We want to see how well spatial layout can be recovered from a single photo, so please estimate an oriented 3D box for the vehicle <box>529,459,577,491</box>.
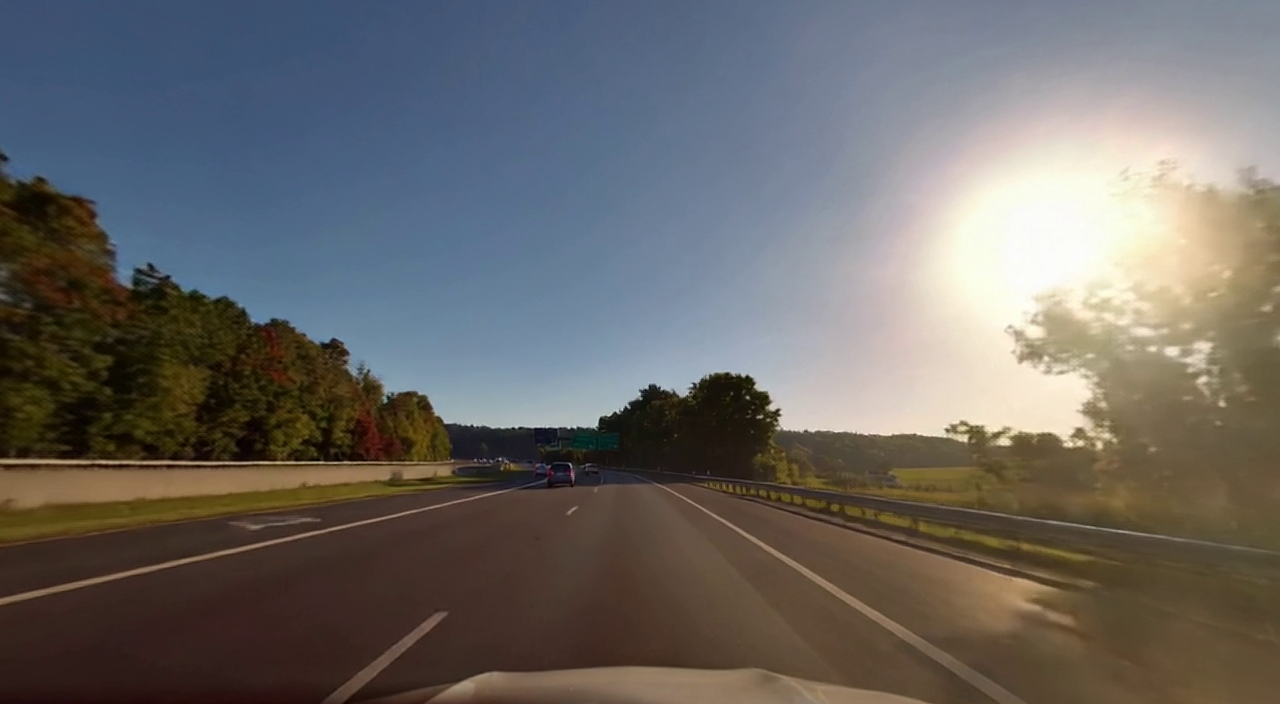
[{"bbox_3d":[-4.628,6.669,34.342,2.115,1.546,4.638,1,-10,-2],"label":"vehicle"}]
